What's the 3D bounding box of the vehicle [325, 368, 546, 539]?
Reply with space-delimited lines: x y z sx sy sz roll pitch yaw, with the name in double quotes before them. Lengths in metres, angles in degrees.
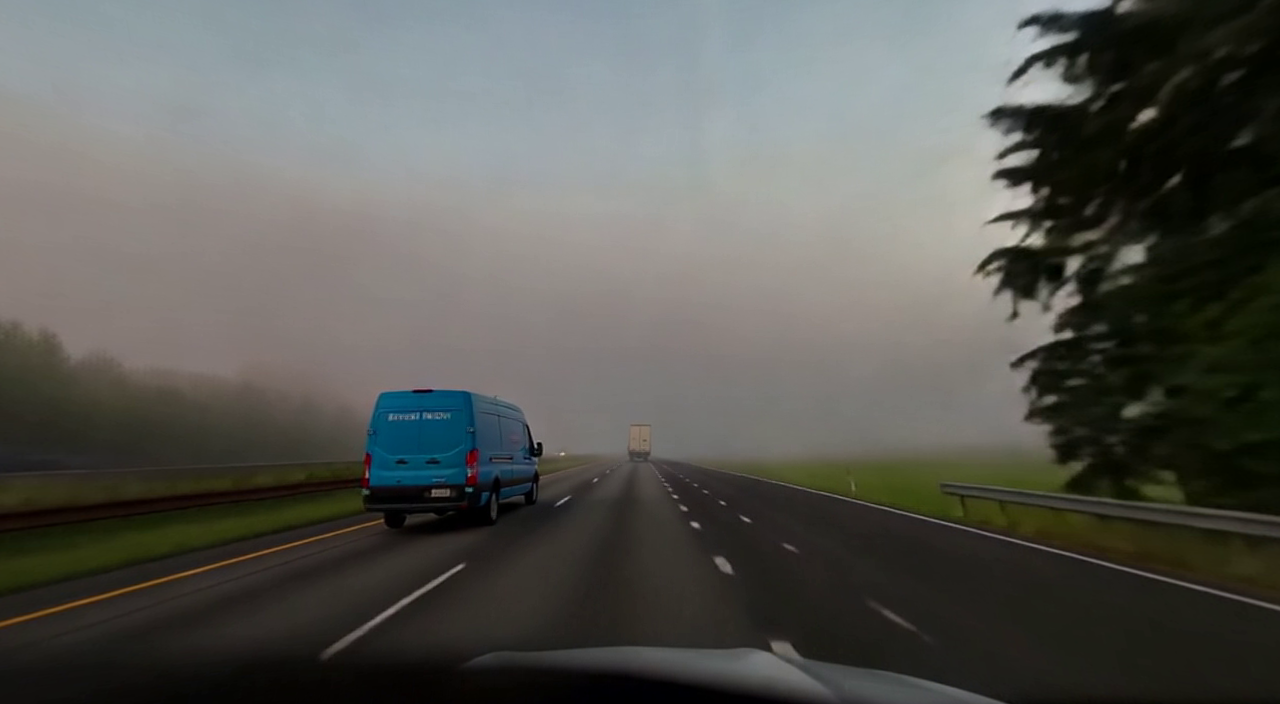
"vehicle" -3.672 2.079 13.306 2.320 2.636 7.021 0 -9 0
